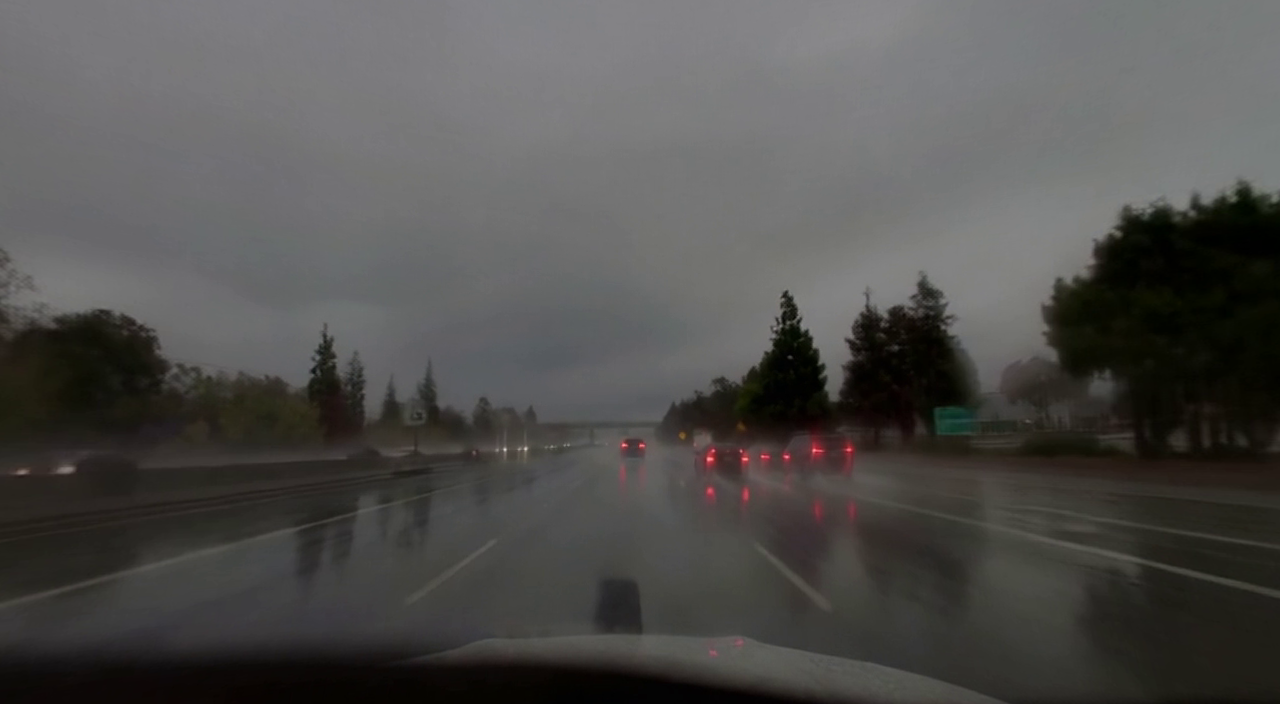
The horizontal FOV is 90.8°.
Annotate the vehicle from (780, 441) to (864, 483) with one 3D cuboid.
[{"bbox_3d":[7.164,4.371,25.396,1.946,1.497,4.467,0,-8,-2],"label":"vehicle"}]

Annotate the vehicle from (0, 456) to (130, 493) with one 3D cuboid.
[{"bbox_3d":[-26.607,5.640,29.369,1.951,1.481,4.693,0,-9,-1],"label":"vehicle"}]

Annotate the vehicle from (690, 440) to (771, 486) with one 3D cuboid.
[{"bbox_3d":[3.115,3.941,22.795,2.076,1.472,4.562,0,-8,-2],"label":"vehicle"}]

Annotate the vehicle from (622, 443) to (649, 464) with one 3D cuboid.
[{"bbox_3d":[-0.426,7.937,49.582,2.029,1.595,4.207,0,-8,-1],"label":"vehicle"}]
